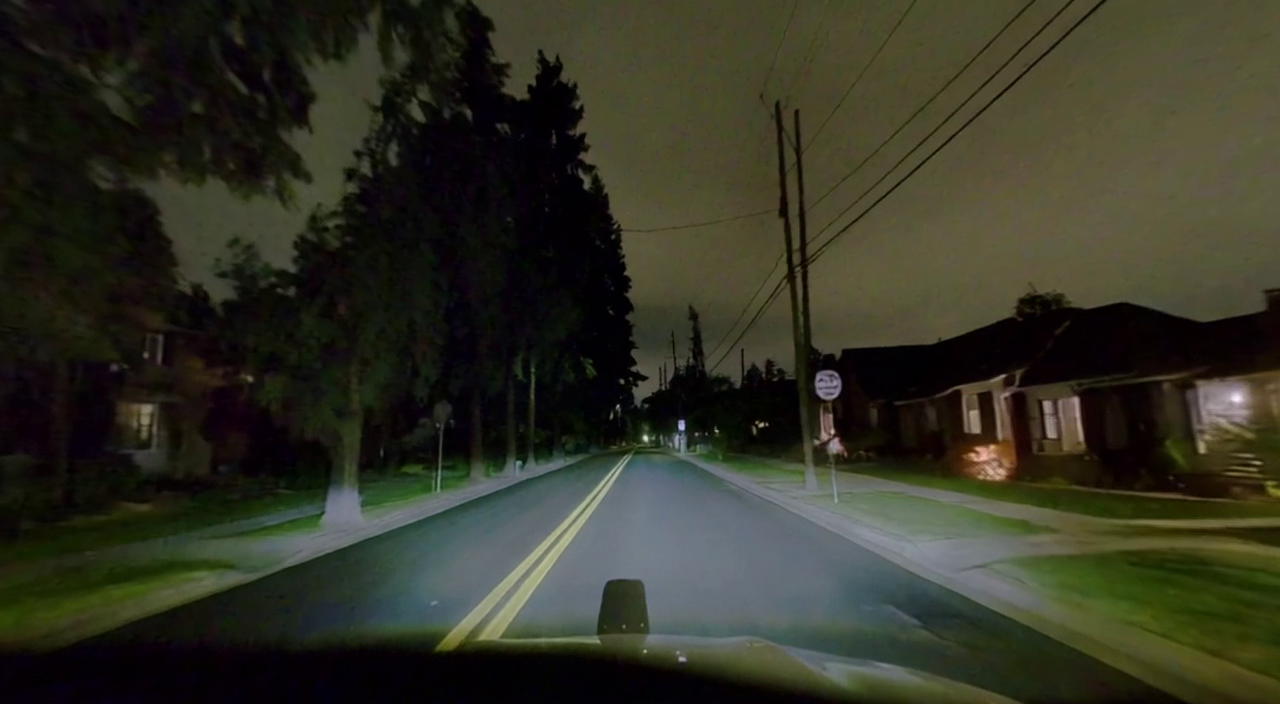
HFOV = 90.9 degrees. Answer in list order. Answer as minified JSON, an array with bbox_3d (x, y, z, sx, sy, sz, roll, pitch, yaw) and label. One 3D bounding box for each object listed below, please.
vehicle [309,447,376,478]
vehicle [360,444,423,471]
[{"bbox_3d":[-17.550,6.492,37.403,1.903,1.500,4.214,-3,-7,1],"label":"vehicle"},{"bbox_3d":[-14.667,6.254,37.503,1.830,1.495,4.641,0,-8,1],"label":"vehicle"}]
